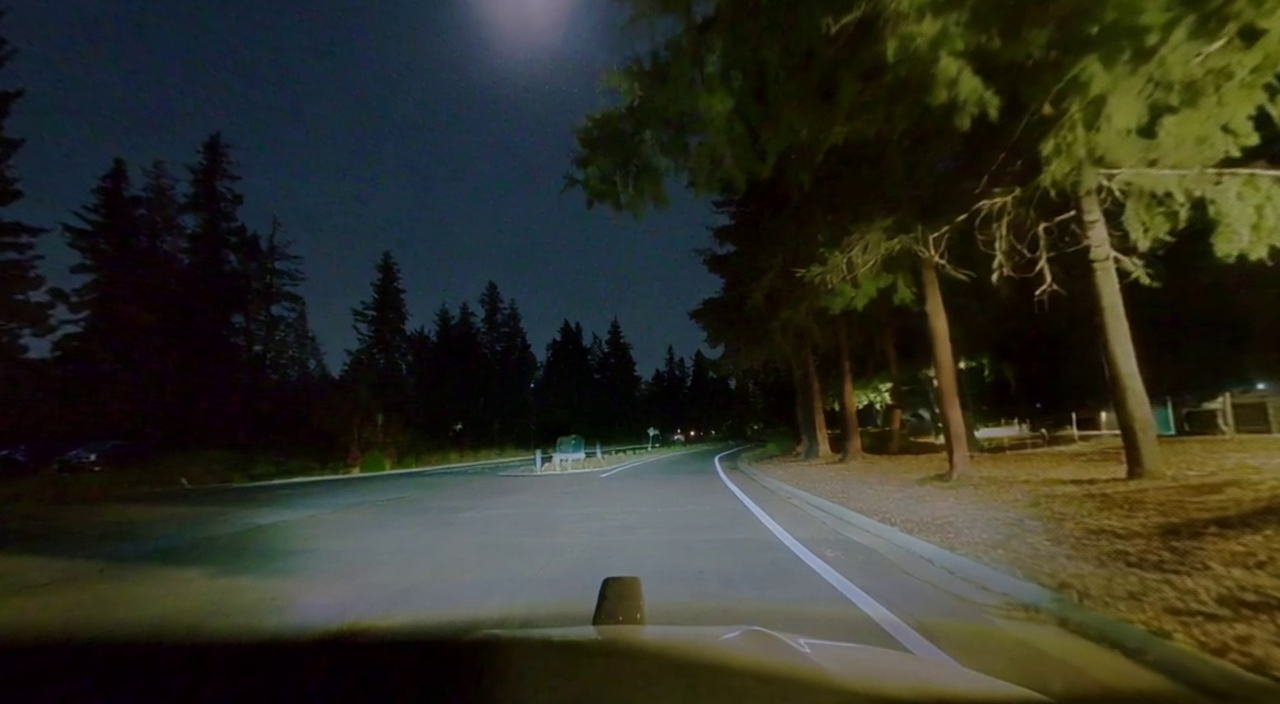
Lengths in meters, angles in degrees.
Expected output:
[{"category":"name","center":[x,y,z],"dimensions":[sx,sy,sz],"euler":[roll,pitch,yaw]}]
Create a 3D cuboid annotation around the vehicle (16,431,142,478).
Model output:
[{"category":"vehicle","center":[-28.373,5.169,32.056],"dimensions":[4.733,1.892,1.939],"euler":[-4,-5,2]}]
